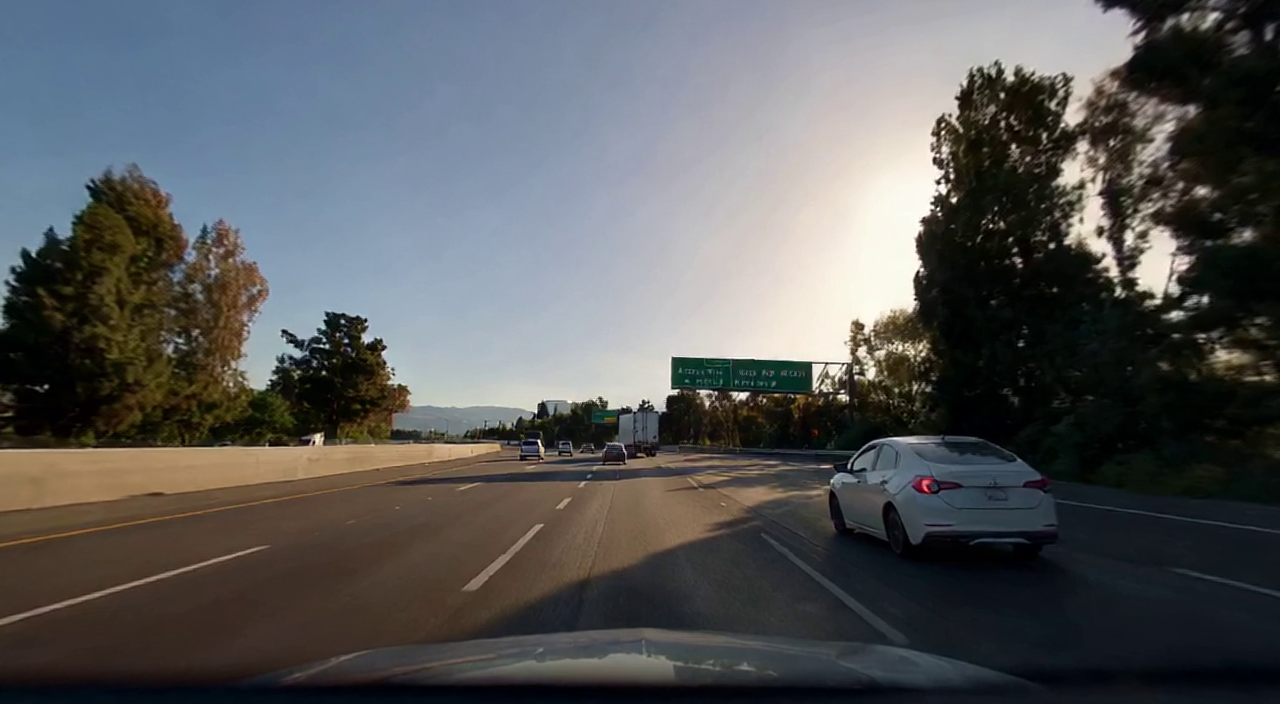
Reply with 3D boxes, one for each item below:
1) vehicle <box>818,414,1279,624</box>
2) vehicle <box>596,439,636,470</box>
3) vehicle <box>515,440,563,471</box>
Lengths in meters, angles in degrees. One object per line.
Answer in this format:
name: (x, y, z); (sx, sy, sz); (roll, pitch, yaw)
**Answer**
vehicle: (3.559, 1.511, 6.713); (1.971, 1.472, 4.301); (0, -8, -1)
vehicle: (-1.284, 5.429, 33.476); (2.020, 1.516, 3.951); (0, -9, -3)
vehicle: (-5.251, 5.436, 33.369); (2.072, 1.512, 4.043); (0, -8, -3)
